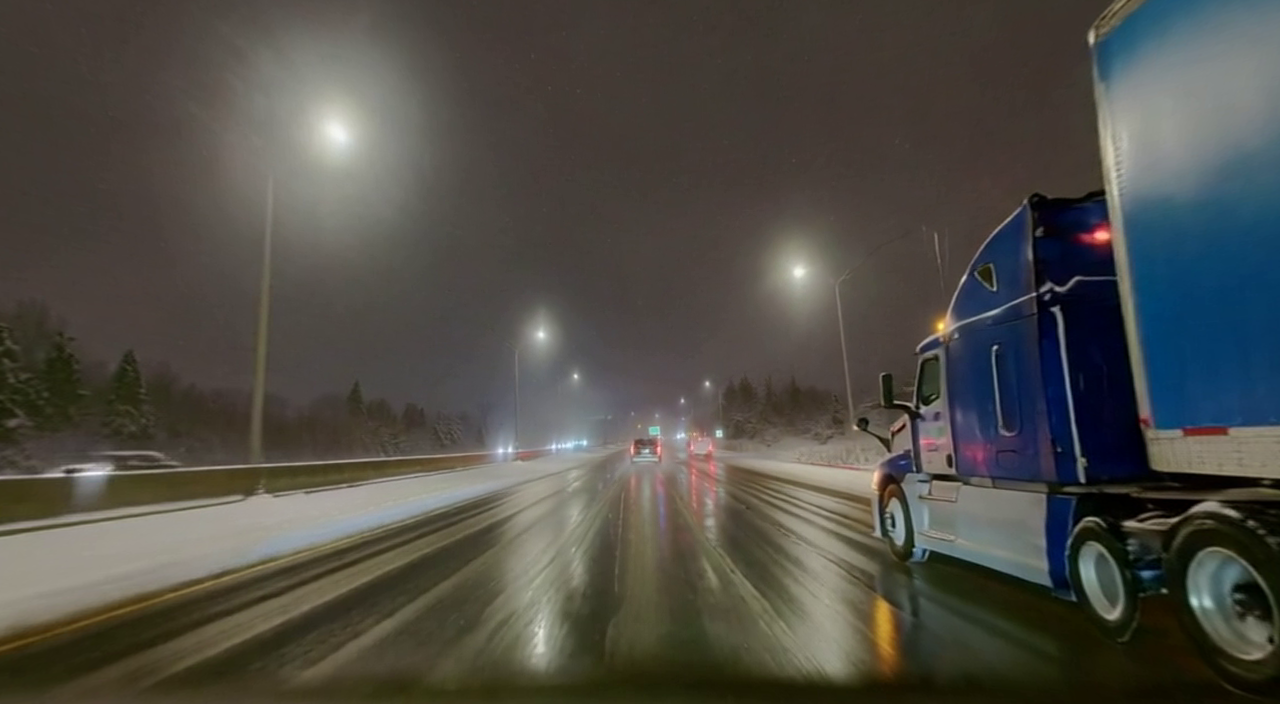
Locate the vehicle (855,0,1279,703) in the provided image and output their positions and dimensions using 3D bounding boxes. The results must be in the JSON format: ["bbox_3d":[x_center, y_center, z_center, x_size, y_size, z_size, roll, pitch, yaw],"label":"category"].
[{"bbox_3d":[4.303,-0.015,3.768,3.030,3.985,8.655,-1,-8,1],"label":"vehicle"}]

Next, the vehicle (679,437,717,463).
[{"bbox_3d":[4.213,7.272,46.789,2.215,1.798,4.776,0,-8,-1],"label":"vehicle"}]

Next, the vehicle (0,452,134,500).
[{"bbox_3d":[-20.934,4.328,22.418,1.899,1.469,4.605,-1,-8,3],"label":"vehicle"}]

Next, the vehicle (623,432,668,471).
[{"bbox_3d":[0.267,5.221,33.169,2.205,1.860,4.301,0,-8,-1],"label":"vehicle"}]
